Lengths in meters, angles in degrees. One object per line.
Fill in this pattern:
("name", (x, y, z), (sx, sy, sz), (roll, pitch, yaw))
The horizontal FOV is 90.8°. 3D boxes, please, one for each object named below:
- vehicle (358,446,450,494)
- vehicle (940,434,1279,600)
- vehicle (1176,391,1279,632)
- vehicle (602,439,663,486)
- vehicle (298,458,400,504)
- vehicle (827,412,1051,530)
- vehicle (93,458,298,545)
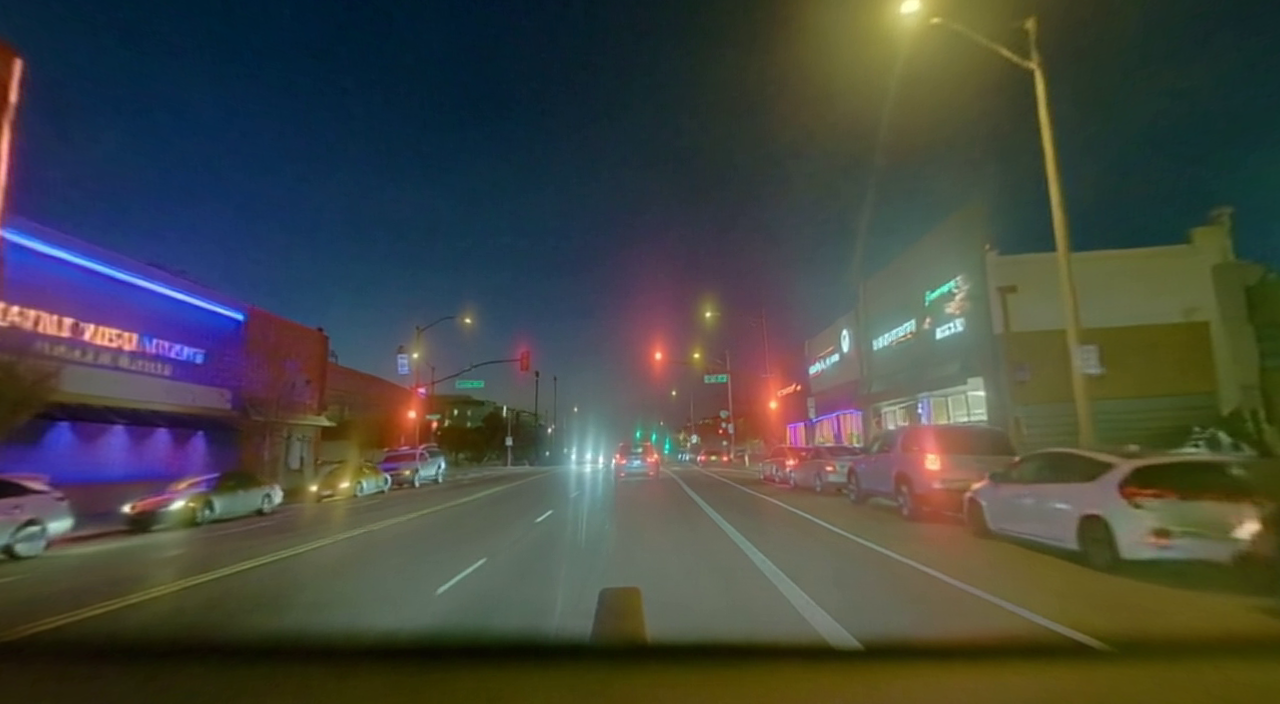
("vehicle", (-11.293, 5.641, 30.807), (2.240, 2.052, 5.872), (0, -8, 0))
("vehicle", (5.850, 1.839, 8.030), (1.854, 1.498, 4.295), (0, -8, -1))
("vehicle", (5.861, 0.928, 2.929), (1.957, 1.806, 5.369), (0, -8, -1))
("vehicle", (-0.269, 4.111, 23.762), (2.086, 1.575, 4.205), (0, -8, 0))
("vehicle", (-11.109, 4.929, 24.562), (1.868, 1.502, 4.626), (0, -8, -1))
("vehicle", (5.794, 2.373, 13.187), (2.201, 1.972, 4.845), (0, -8, -1))
("vehicle", (-11.109, 3.697, 16.289), (1.920, 1.498, 4.591), (-5, -6, 2))
